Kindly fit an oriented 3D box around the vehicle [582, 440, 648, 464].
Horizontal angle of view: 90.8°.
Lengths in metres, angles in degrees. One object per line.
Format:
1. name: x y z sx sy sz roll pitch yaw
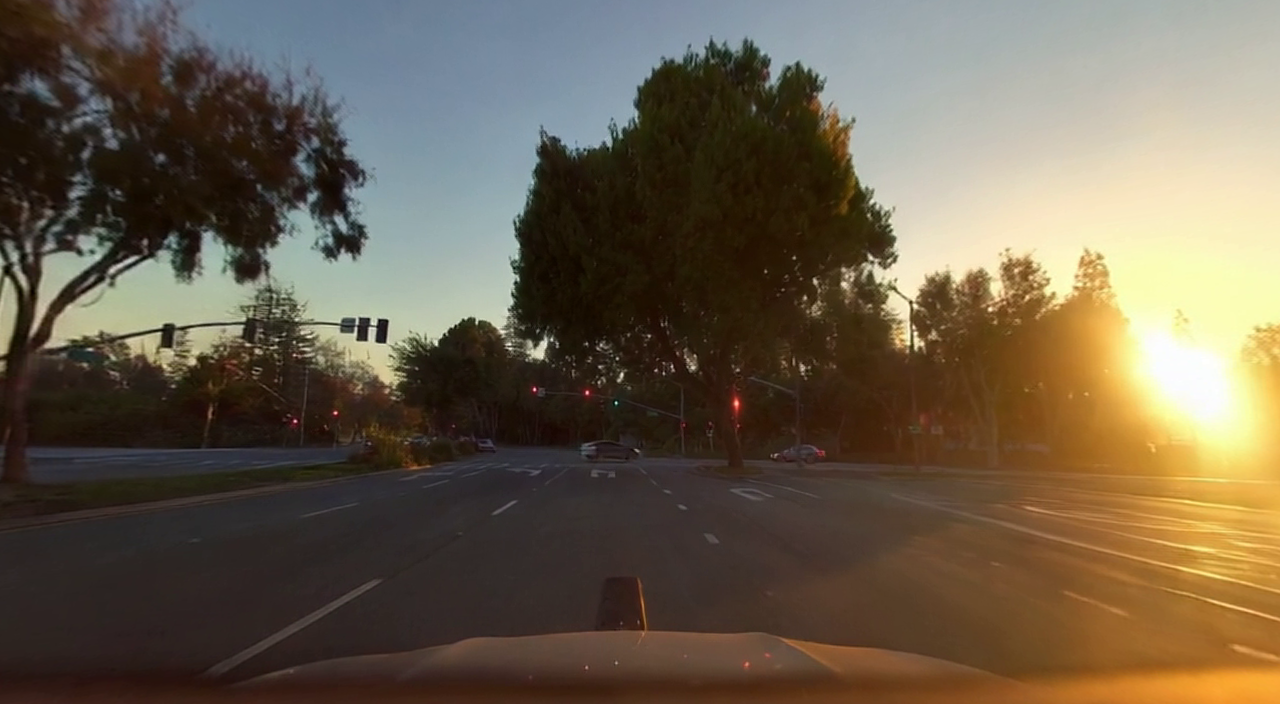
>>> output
1. vehicle: -1.845 7.287 46.264 4.605 1.665 1.888 2 -9 -13
